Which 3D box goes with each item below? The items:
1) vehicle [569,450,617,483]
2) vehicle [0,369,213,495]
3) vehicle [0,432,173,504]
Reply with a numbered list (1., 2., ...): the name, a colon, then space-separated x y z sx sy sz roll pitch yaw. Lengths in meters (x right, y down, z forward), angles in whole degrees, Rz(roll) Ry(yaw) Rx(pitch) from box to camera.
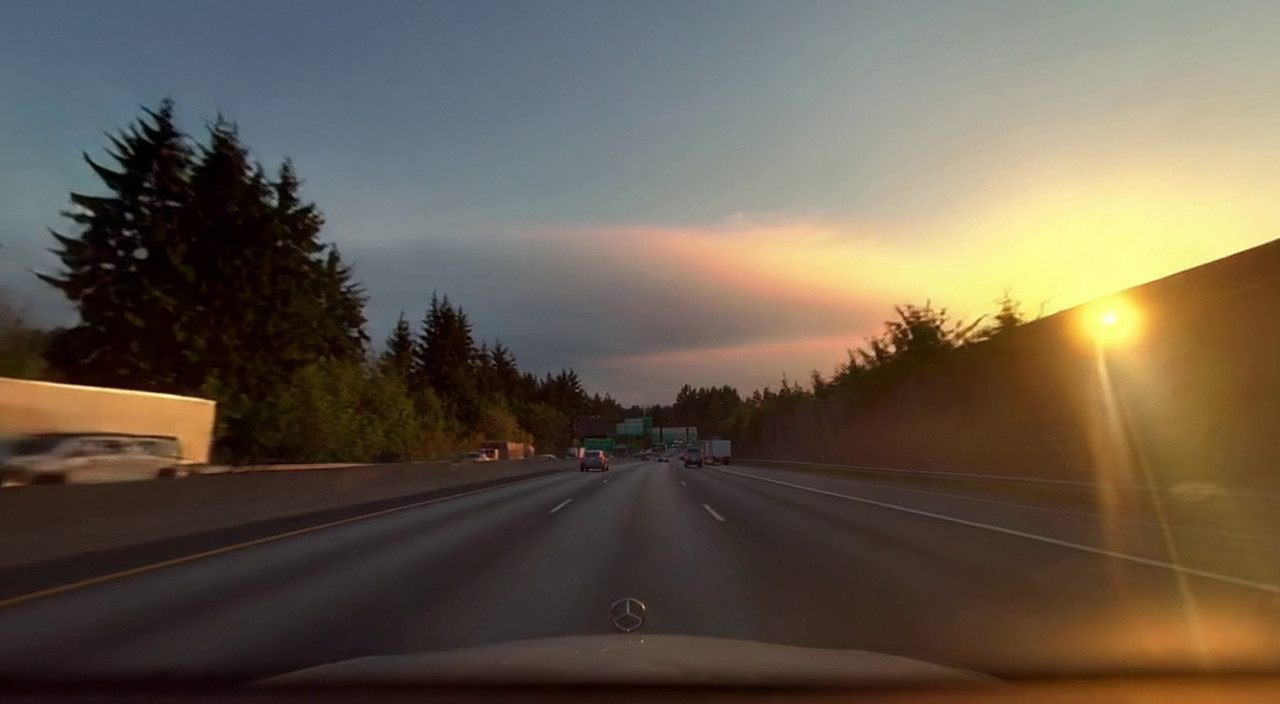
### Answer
1. vehicle: -2.260 5.642 31.405 2.035 1.513 4.272 0 -9 0
2. vehicle: -21.915 2.943 22.540 3.072 4.005 14.020 -1 -9 2
3. vehicle: -17.821 3.602 19.954 2.095 1.943 5.068 0 -9 1
